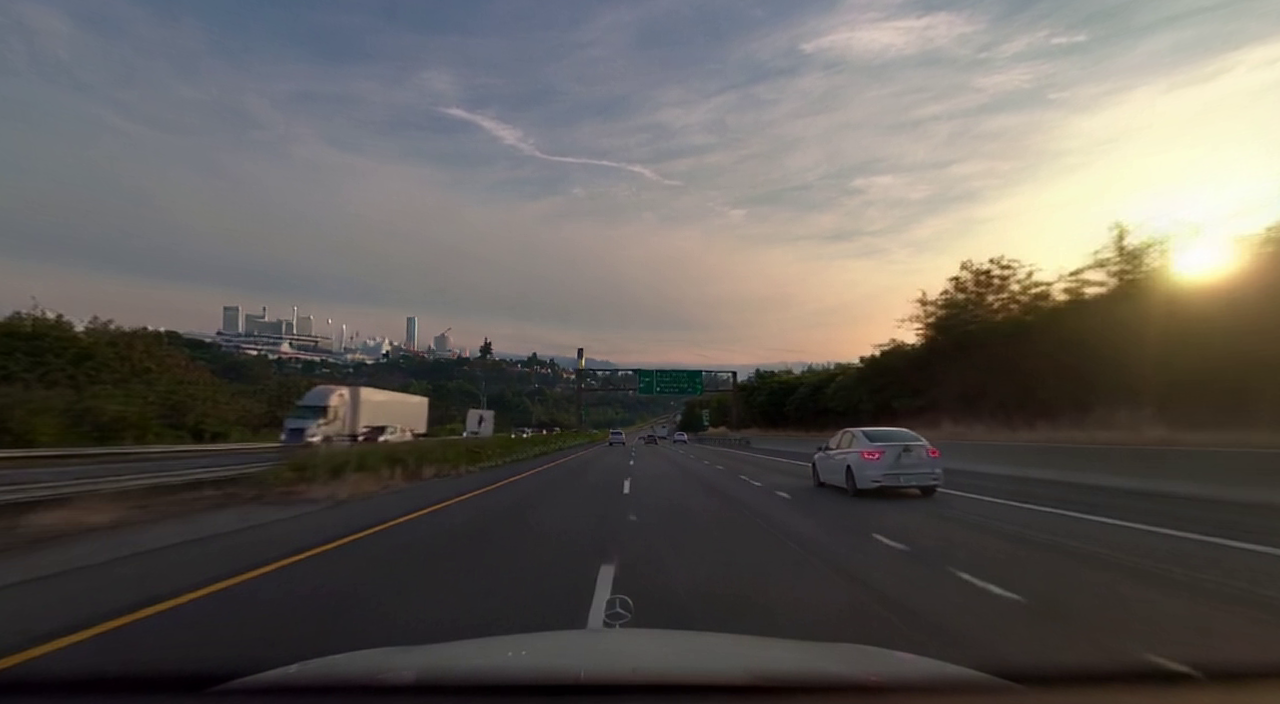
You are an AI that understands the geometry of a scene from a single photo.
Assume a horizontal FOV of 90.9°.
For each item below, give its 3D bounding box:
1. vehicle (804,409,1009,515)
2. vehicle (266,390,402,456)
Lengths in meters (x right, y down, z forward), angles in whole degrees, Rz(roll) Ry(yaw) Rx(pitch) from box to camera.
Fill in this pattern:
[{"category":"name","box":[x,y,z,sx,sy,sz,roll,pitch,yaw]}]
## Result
[{"category":"vehicle","box":[4.741,2.020,12.062,2.022,1.637,4.229,0,-8,-1]},{"category":"vehicle","box":[-18.540,4.552,39.421,3.176,3.534,10.743,0,-8,-1]}]
